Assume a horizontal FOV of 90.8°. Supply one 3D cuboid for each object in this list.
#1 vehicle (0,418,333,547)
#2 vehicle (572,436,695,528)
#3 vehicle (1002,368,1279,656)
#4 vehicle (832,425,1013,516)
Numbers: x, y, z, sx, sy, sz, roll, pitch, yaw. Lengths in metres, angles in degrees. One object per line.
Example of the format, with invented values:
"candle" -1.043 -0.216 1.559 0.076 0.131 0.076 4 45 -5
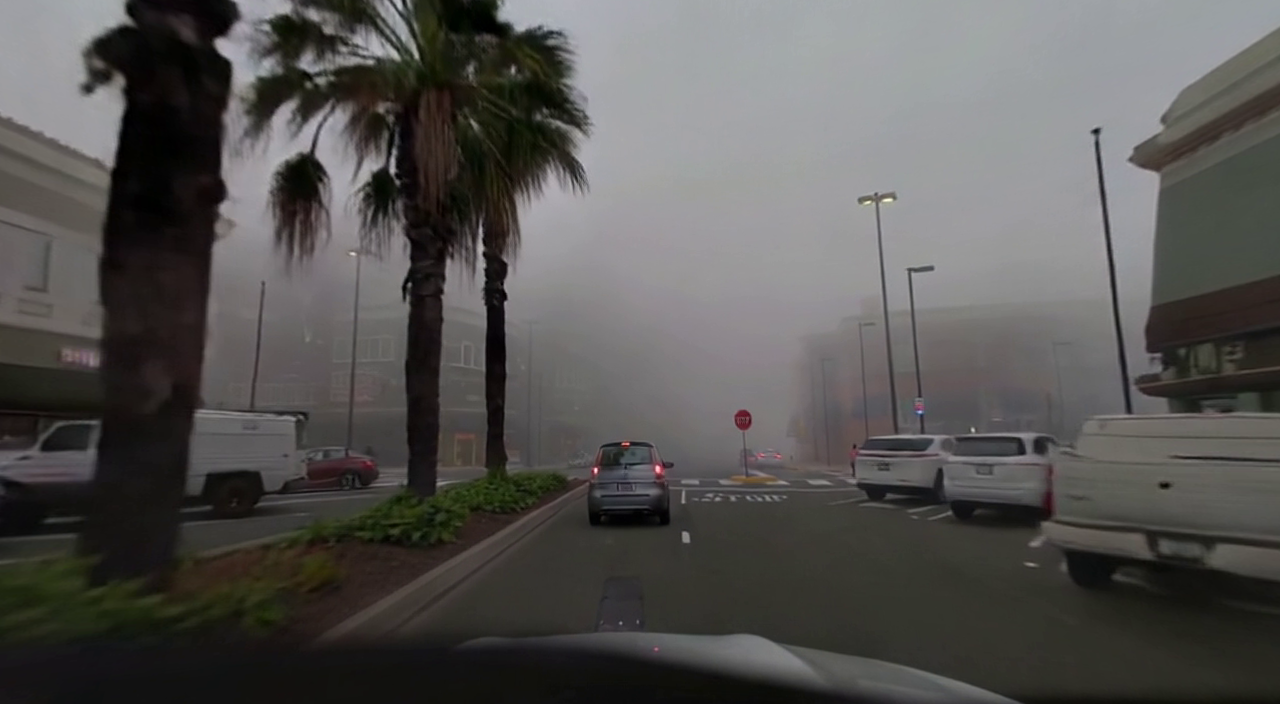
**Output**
"vehicle" -10.141 2.363 12.269 6.873 2.051 2.823 7 -10 -44
"vehicle" 0.035 2.435 12.416 2.031 1.479 3.969 -1 -9 4
"vehicle" 5.602 1.244 5.699 5.021 1.721 2.244 7 -11 -38
"vehicle" 6.358 2.532 13.956 4.623 1.650 1.937 8 -12 -43
